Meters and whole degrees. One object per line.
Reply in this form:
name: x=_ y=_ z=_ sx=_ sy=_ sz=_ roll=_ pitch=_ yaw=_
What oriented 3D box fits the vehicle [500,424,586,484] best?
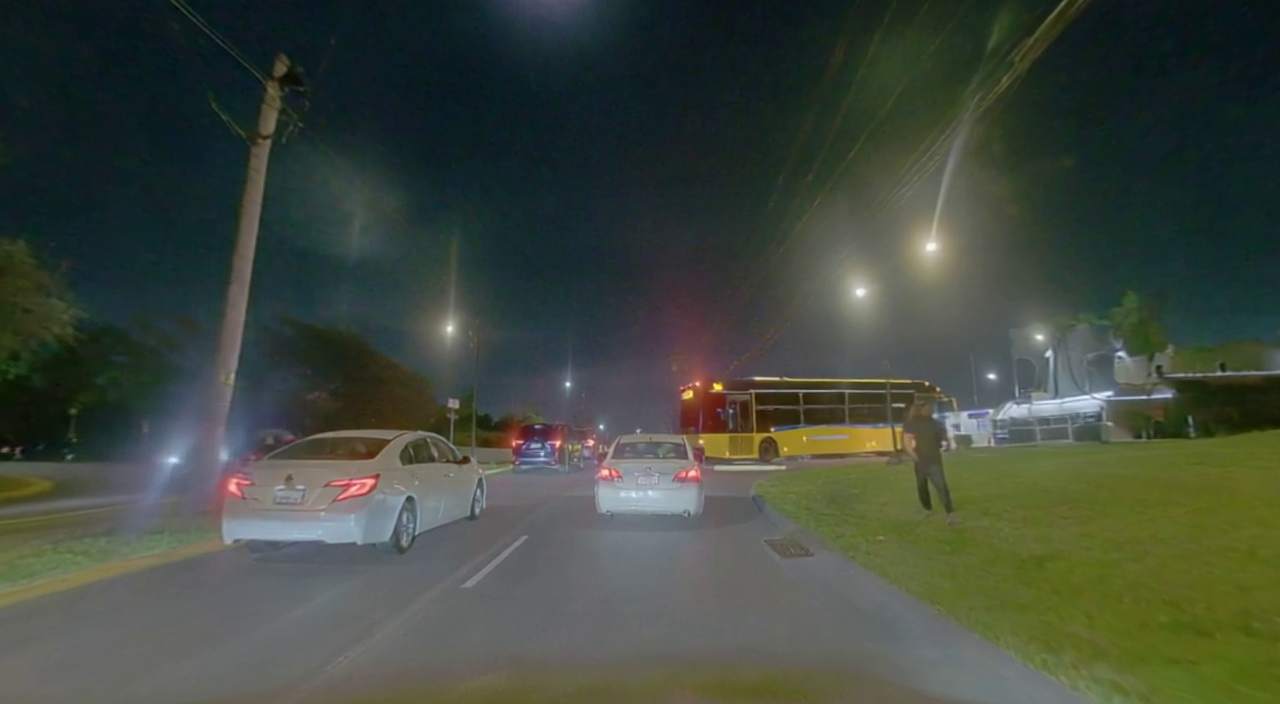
vehicle: x=-3.101 y=3.370 z=21.168 sx=2.017 sy=1.761 sz=4.572 roll=0 pitch=-8 yaw=2

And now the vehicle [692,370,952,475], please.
vehicle: x=6.960 y=2.694 z=23.503 sx=9.977 sy=3.303 sz=2.948 roll=4 pitch=-9 yaw=-28

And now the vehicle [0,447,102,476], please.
vehicle: x=-32.161 y=5.877 z=34.127 sx=4.473 sy=1.442 sz=1.743 roll=6 pitch=-11 yaw=-39

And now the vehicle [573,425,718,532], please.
vehicle: x=0.136 y=2.054 z=10.826 sx=2.020 sy=1.478 sz=3.922 roll=0 pitch=-8 yaw=2

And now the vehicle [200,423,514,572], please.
vehicle: x=-3.351 y=1.797 z=8.703 sx=1.953 sy=1.480 sz=4.522 roll=-1 pitch=-8 yaw=5
